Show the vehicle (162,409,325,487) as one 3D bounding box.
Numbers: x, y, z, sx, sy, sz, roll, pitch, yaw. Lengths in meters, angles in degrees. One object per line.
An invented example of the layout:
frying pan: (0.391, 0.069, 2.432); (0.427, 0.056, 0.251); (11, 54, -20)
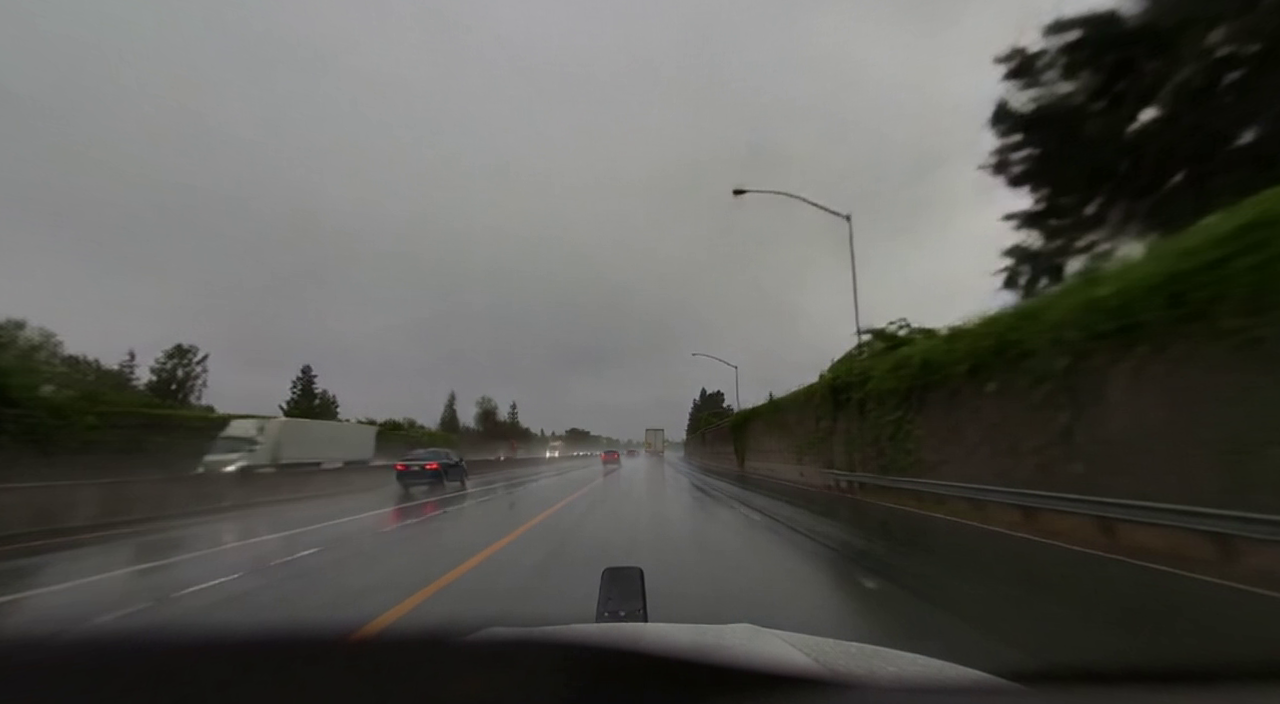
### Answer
vehicle: (-22.860, 5.697, 37.382); (2.991, 3.954, 10.063); (0, -9, 1)

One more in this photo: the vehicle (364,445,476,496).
vehicle: (-7.195, 3.910, 21.163); (2.031, 1.521, 4.503); (0, -9, 1)
